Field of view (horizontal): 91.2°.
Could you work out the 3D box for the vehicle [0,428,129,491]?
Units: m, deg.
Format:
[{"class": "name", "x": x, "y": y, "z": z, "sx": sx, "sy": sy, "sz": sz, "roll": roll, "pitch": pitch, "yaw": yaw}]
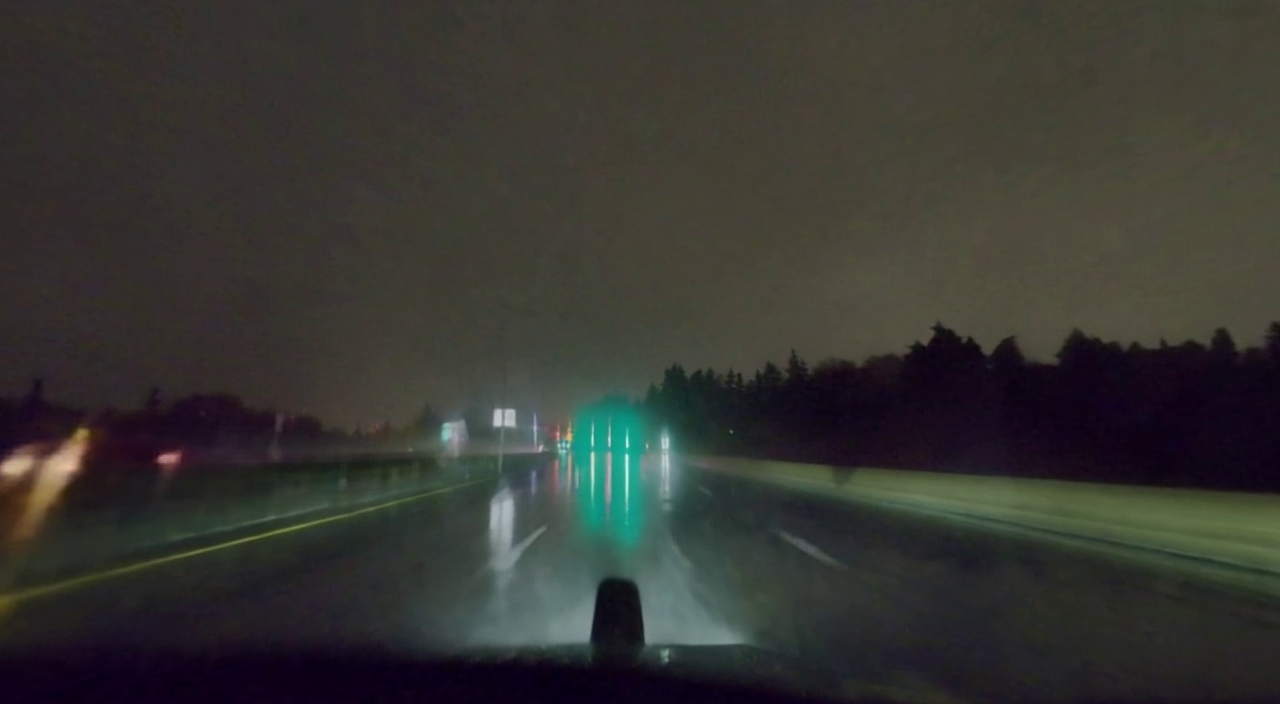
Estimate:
[{"class": "vehicle", "x": -17.198, "y": 3.026, "z": 17.744, "sx": 1.891, "sy": 1.576, "sz": 4.205, "roll": 0, "pitch": -9, "yaw": -1}]
